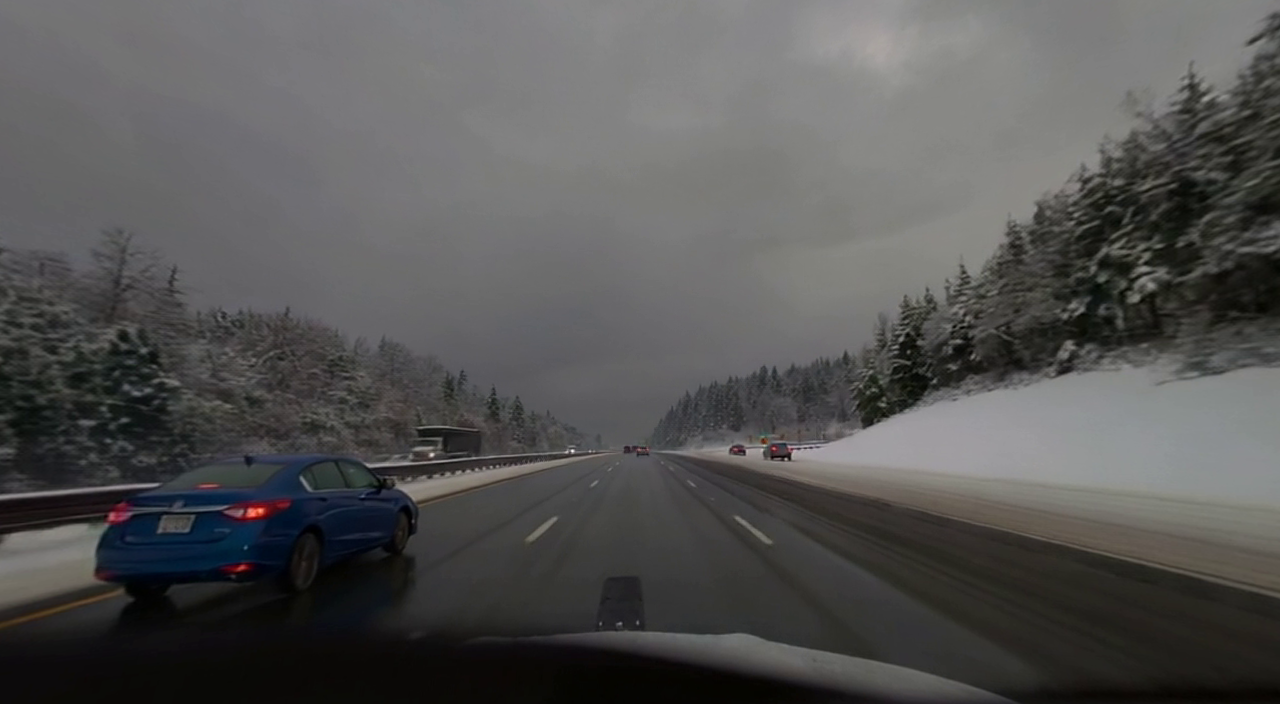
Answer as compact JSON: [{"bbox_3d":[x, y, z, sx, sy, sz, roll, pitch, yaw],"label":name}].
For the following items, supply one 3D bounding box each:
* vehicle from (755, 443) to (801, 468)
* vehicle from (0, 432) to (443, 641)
[{"bbox_3d":[8.683,6.571,40.160,1.884,1.485,4.600,0,-9,0],"label":"vehicle"},{"bbox_3d":[-3.801,1.653,6.768,1.873,1.438,4.546,-1,-9,1],"label":"vehicle"}]
